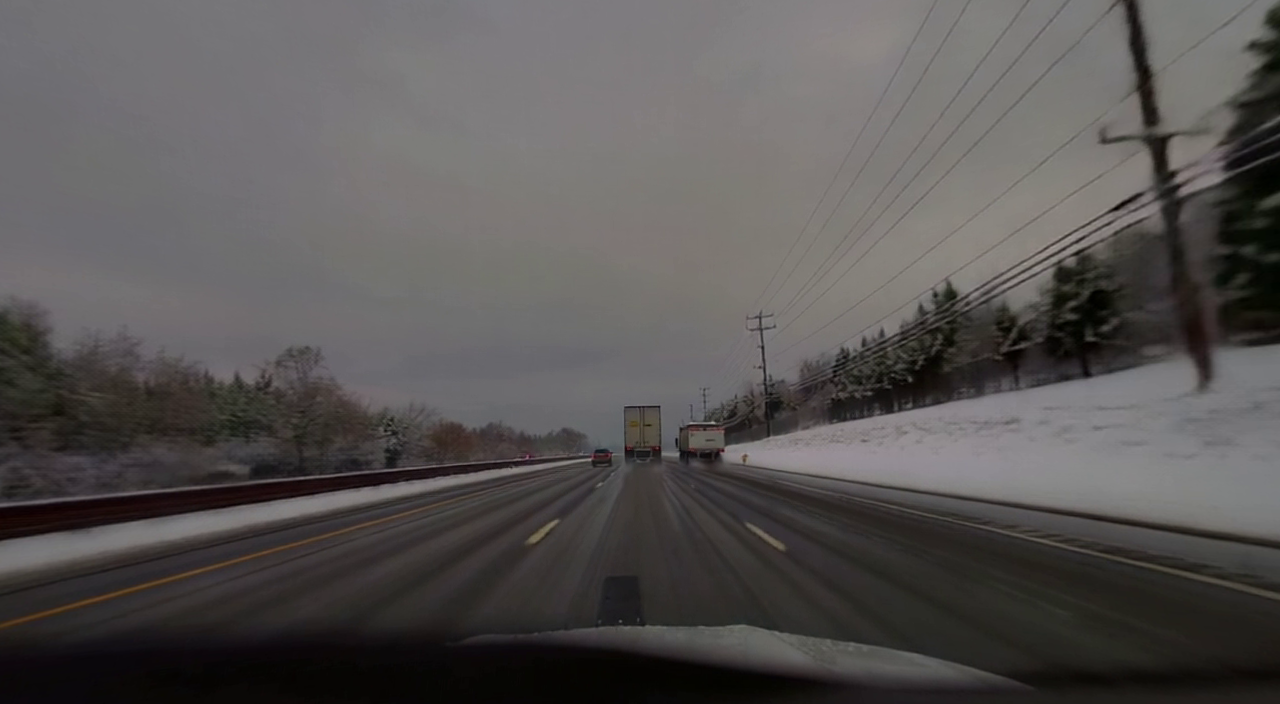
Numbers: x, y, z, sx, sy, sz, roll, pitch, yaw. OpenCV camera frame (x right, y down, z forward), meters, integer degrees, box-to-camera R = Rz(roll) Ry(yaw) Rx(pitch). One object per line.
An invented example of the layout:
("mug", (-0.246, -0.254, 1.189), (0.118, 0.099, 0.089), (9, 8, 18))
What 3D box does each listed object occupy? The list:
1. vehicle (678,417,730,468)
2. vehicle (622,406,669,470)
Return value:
("vehicle", (4.545, 6.761, 46.533), (2.938, 3.378, 8.820), (0, -9, 0))
("vehicle", (0.321, 6.575, 47.013), (2.997, 4.076, 13.224), (0, -9, 0))
